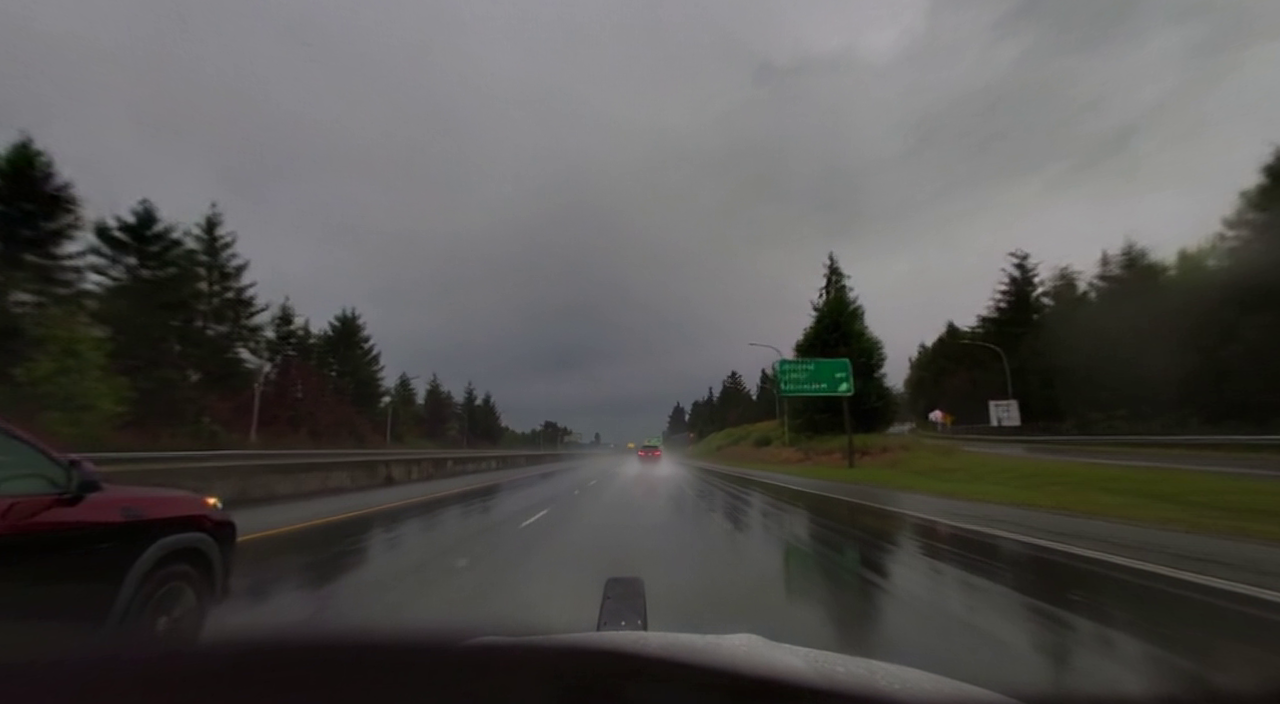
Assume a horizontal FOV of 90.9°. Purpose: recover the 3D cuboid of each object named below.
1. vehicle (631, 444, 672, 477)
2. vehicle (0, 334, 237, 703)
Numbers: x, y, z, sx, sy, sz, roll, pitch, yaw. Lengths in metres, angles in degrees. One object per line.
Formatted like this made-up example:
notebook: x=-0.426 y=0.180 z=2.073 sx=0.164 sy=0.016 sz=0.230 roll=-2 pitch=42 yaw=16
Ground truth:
vehicle: x=0.612 y=6.032 z=35.173 sx=2.087 sy=1.682 sz=4.388 roll=0 pitch=-9 yaw=0
vehicle: x=-3.894 y=0.714 z=1.984 sx=2.139 sy=1.804 sz=4.611 roll=0 pitch=-9 yaw=0
